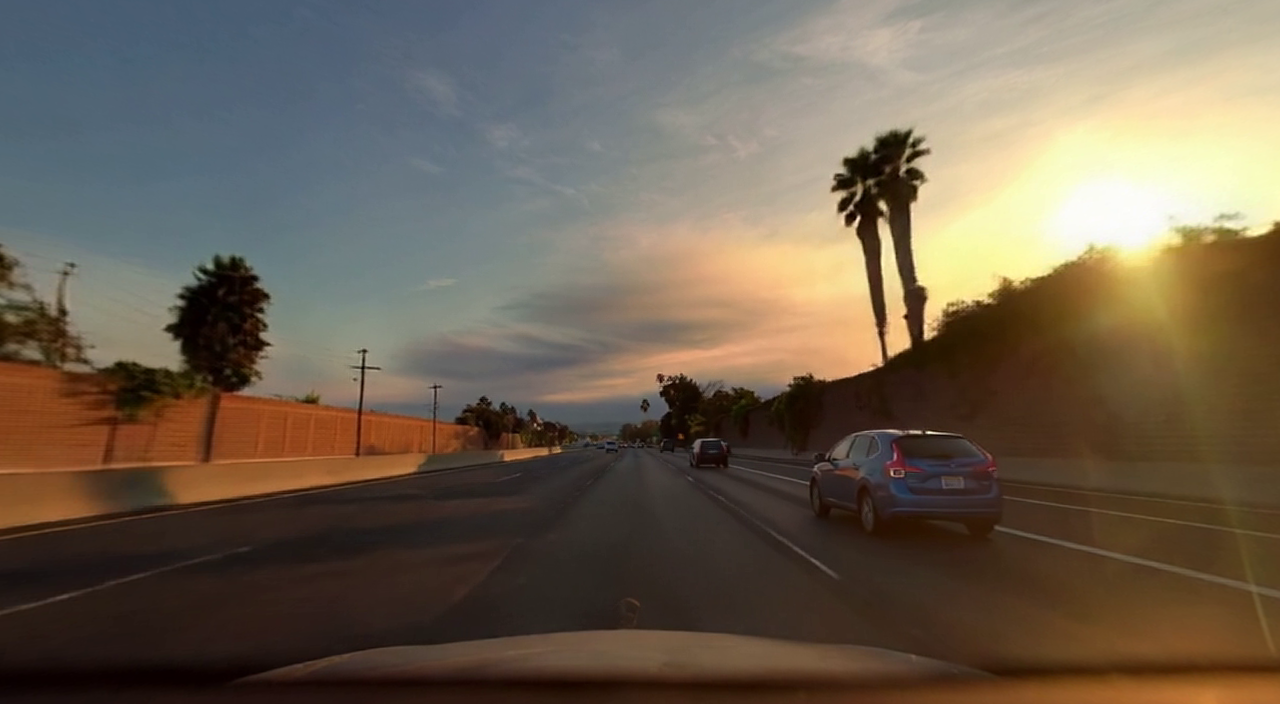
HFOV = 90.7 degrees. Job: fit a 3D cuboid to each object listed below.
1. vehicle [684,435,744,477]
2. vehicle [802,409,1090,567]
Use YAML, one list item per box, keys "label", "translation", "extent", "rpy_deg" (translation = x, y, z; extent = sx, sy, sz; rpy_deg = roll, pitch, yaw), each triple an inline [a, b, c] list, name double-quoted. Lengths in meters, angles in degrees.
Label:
- label: "vehicle"
  translation: [3.185, 4.580, 28.052]
  extent: [2.045, 1.688, 4.313]
  rpy_deg: [0, -9, -1]
- label: "vehicle"
  translation: [3.869, 1.782, 9.010]
  extent: [1.910, 1.696, 4.187]
  rpy_deg: [0, -8, -1]
